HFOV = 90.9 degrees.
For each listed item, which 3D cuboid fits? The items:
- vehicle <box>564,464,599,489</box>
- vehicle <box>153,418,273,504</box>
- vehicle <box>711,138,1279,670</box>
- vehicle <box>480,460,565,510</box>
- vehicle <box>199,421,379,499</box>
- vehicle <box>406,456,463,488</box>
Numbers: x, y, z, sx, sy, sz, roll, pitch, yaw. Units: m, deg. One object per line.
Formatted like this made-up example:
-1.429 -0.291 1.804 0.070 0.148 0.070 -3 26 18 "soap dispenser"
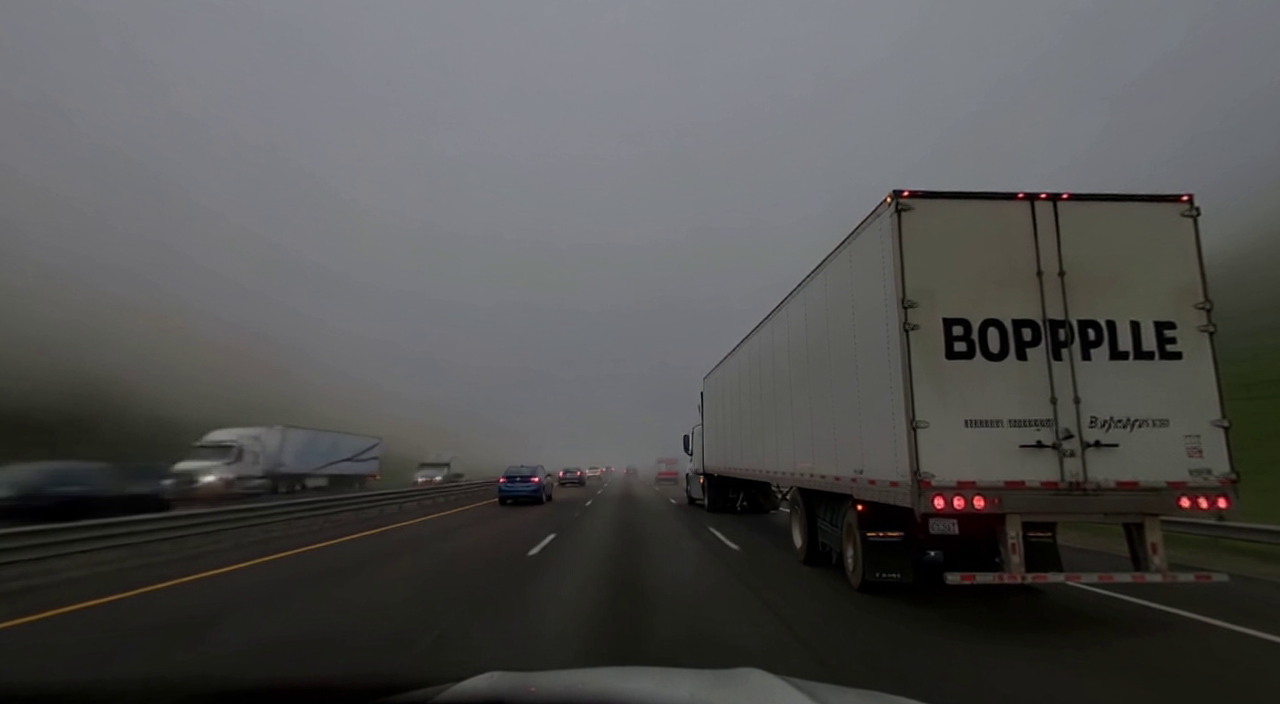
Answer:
-4.114 8.906 45.174 2.063 1.671 4.197 1 -11 0 "vehicle"
-19.801 5.090 29.494 2.859 3.706 3.474 1 -11 -1 "vehicle"
3.698 1.543 11.742 2.839 4.062 14.051 1 -11 -1 "vehicle"
-4.071 4.733 22.737 2.088 1.566 4.853 1 -11 0 "vehicle"
-19.969 6.557 37.684 2.843 3.696 13.964 1 -11 -1 "vehicle"
-16.042 9.446 49.586 2.306 2.274 6.398 1 -11 0 "vehicle"
